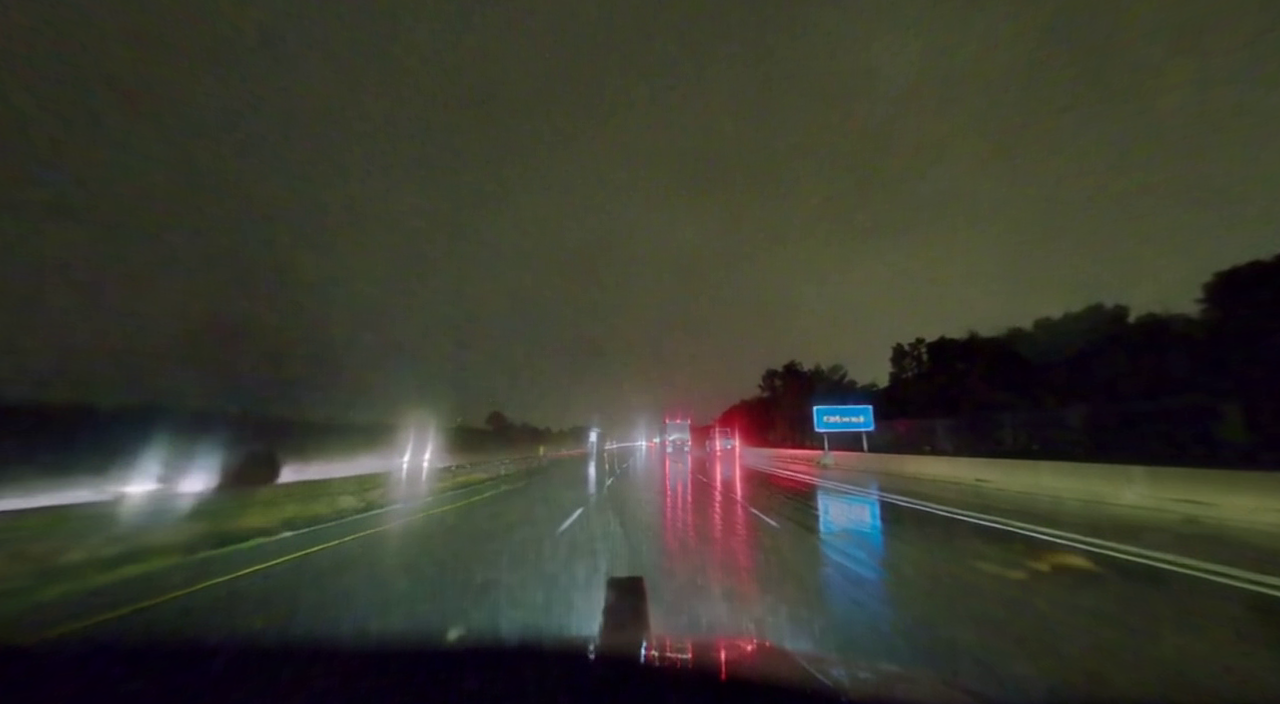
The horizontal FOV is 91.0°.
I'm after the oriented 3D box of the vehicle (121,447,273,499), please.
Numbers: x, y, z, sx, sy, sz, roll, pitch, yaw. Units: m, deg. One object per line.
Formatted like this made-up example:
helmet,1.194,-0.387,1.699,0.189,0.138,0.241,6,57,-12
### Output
vehicle,-15.193,4.124,21.943,1.905,1.556,4.576,0,-8,1
